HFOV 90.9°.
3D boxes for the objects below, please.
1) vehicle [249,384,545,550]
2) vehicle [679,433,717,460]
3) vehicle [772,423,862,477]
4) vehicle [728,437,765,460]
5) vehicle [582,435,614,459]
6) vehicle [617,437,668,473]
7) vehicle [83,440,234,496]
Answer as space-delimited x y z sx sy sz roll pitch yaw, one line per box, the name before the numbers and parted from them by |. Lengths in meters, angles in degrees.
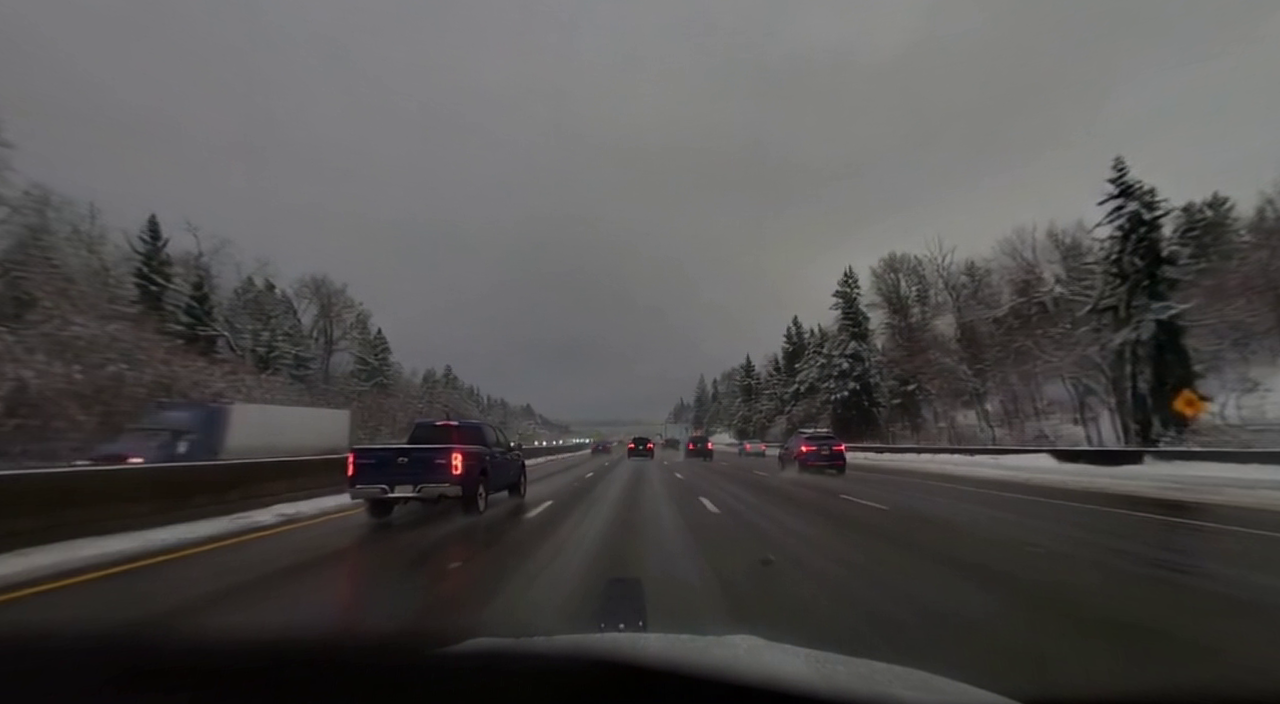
vehicle | -3.366 1.799 10.516 2.487 1.979 5.742 0 -8 2
vehicle | 4.091 6.795 45.543 2.272 1.803 5.416 0 -8 0
vehicle | 6.913 3.904 25.301 2.094 1.916 5.099 0 -8 0
vehicle | 7.523 6.890 45.032 1.894 1.511 4.148 0 -8 -1
vehicle | -3.179 7.346 48.704 2.140 1.720 4.410 0 -8 0
vehicle | 0.088 4.500 27.763 2.071 1.464 4.162 0 -8 0
vehicle | -20.410 4.892 27.173 2.109 2.143 5.501 0 -8 0
